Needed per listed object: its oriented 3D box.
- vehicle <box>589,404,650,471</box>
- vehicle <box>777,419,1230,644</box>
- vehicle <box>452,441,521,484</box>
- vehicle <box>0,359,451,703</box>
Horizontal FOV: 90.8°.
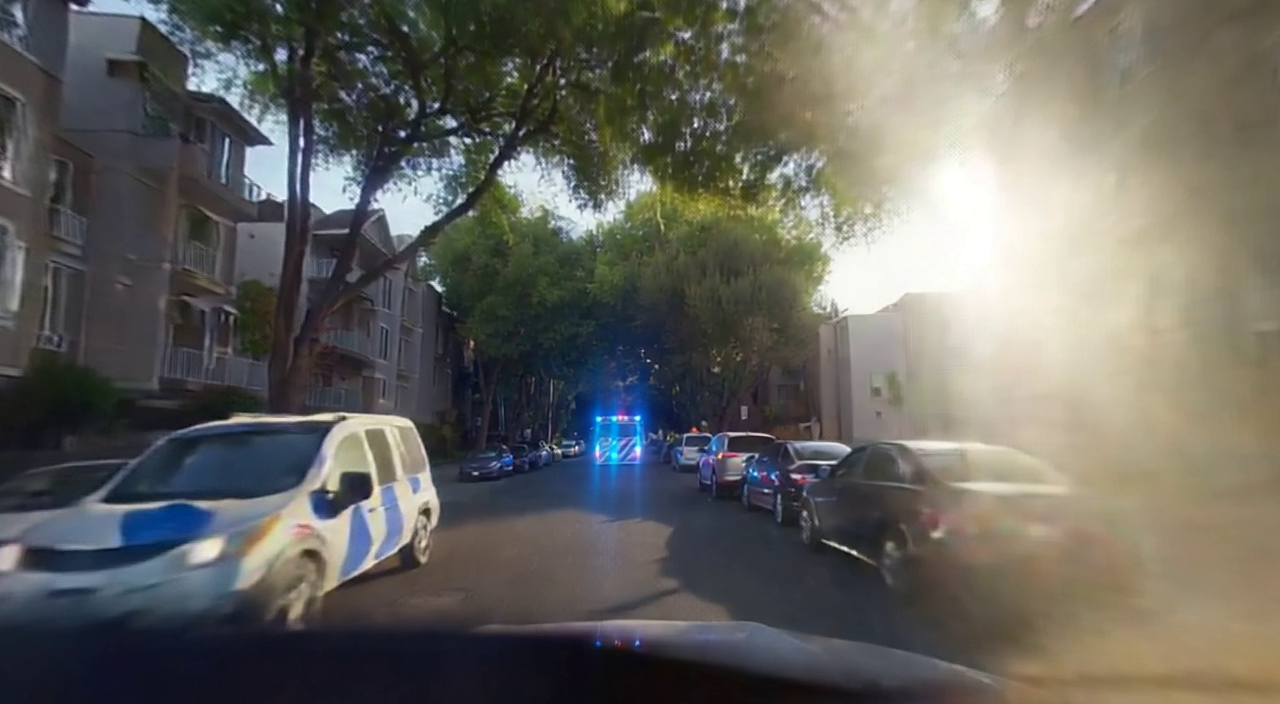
[{"bbox_3d":[-1.079,4.463,32.680,2.754,3.008,7.730,0,-8,-2],"label":"vehicle"},{"bbox_3d":[3.073,1.603,6.713,2.035,1.549,4.373,2,-8,-3],"label":"vehicle"},{"bbox_3d":[-6.386,4.602,26.773,1.967,1.492,4.781,-4,-8,-4],"label":"vehicle"},{"bbox_3d":[-3.224,1.272,5.405,2.029,1.802,4.229,-2,-8,-2],"label":"vehicle"}]
